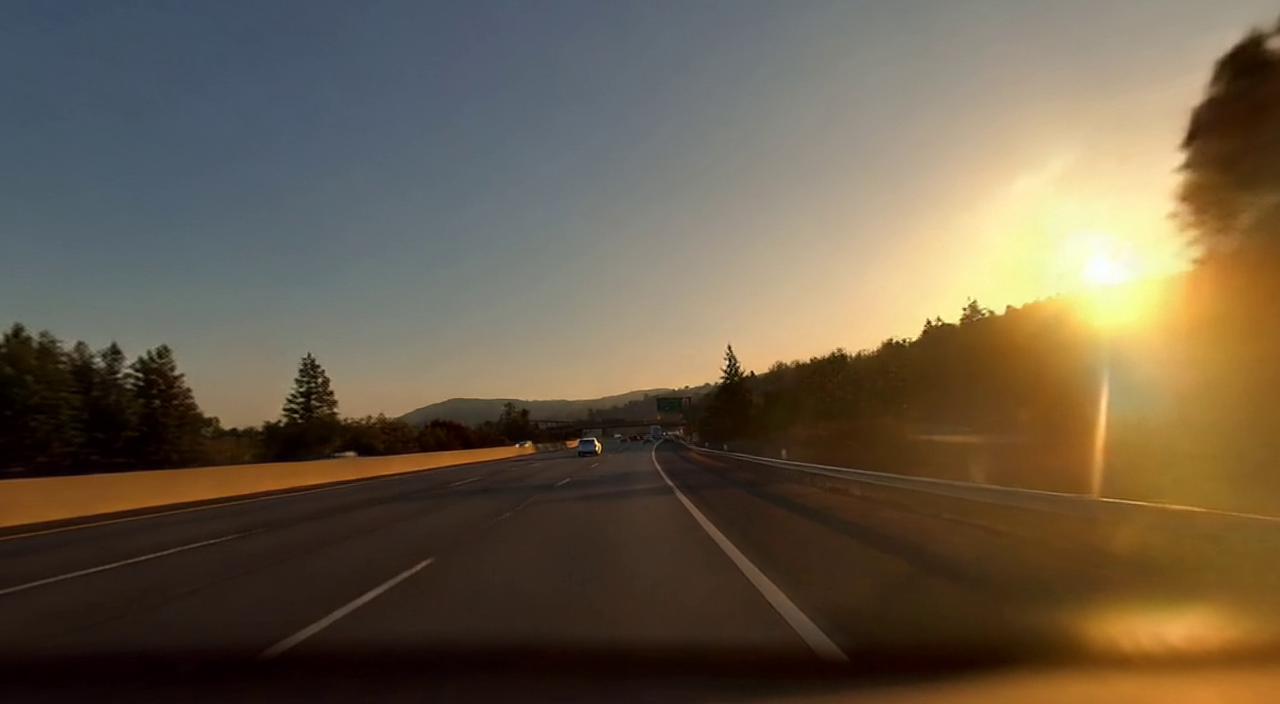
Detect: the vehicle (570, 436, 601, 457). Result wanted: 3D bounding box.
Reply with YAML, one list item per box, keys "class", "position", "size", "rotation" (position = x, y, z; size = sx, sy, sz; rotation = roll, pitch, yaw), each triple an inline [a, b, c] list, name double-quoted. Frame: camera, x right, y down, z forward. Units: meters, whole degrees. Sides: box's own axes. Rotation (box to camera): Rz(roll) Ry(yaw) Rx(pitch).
- class: "vehicle"
  position: [-4.213, 7.453, 49.232]
  size: [1.998, 1.584, 4.005]
  rotation: [0, -9, 1]

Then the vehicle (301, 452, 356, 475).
- class: "vehicle"
  position: [-21.324, 7.618, 43.048]
  size: [1.787, 1.481, 3.887]
  rotation: [0, -9, 0]
